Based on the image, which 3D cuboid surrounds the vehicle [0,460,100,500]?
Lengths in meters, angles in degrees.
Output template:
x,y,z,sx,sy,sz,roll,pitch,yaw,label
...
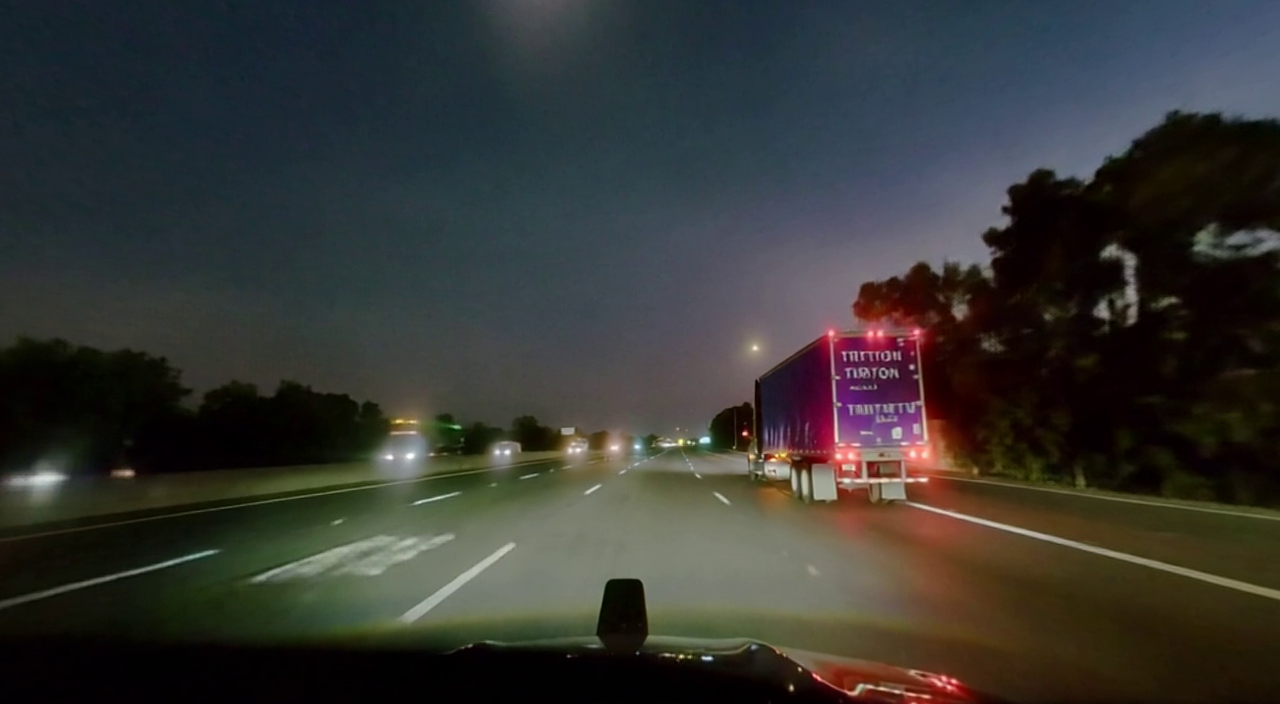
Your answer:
x,y,z,sx,sy,sz,roll,pitch,yaw,label
-25.457,5.288,26.356,1.777,1.428,4.404,0,-8,2,vehicle
